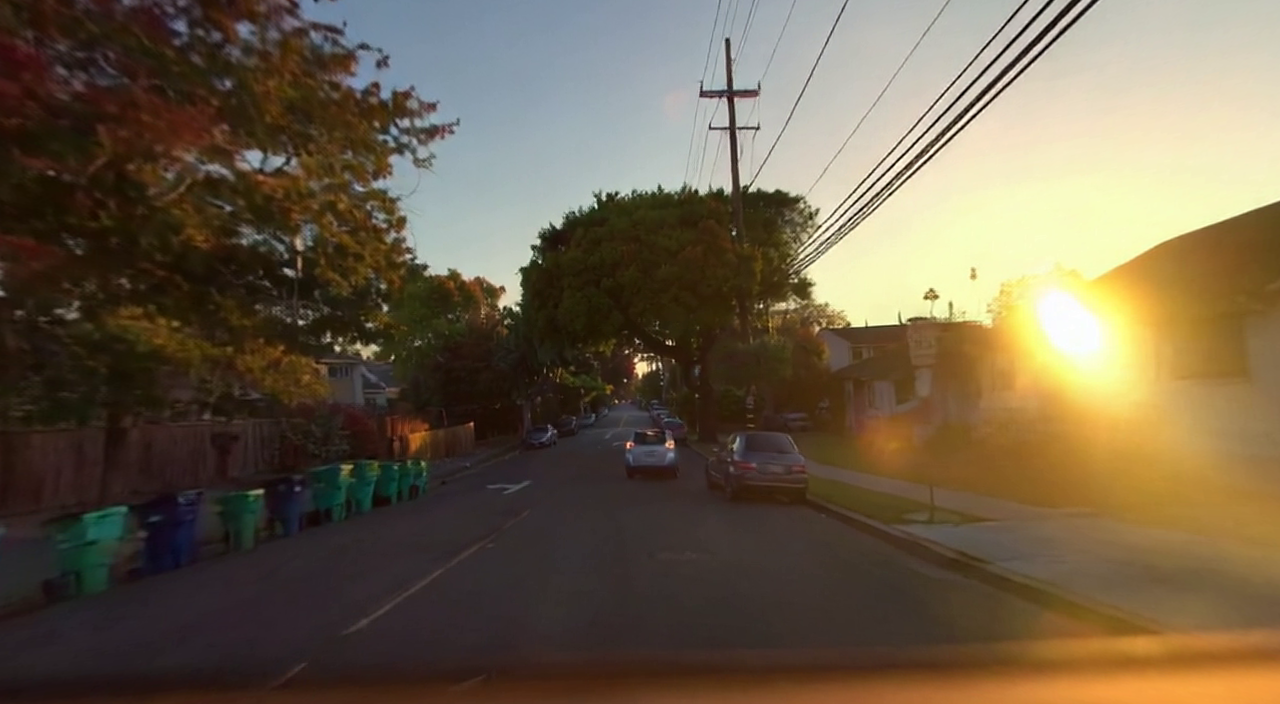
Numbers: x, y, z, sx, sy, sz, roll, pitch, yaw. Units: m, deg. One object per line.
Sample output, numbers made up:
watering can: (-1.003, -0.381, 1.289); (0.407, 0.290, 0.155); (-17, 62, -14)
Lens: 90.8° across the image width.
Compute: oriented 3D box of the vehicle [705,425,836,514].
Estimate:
vehicle: (2.790, 2.595, 14.643); (1.909, 1.694, 4.472); (0, -8, -2)

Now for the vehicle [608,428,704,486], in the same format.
vehicle: (0.638, 3.113, 19.244); (2.235, 1.500, 4.496); (0, -7, 10)
